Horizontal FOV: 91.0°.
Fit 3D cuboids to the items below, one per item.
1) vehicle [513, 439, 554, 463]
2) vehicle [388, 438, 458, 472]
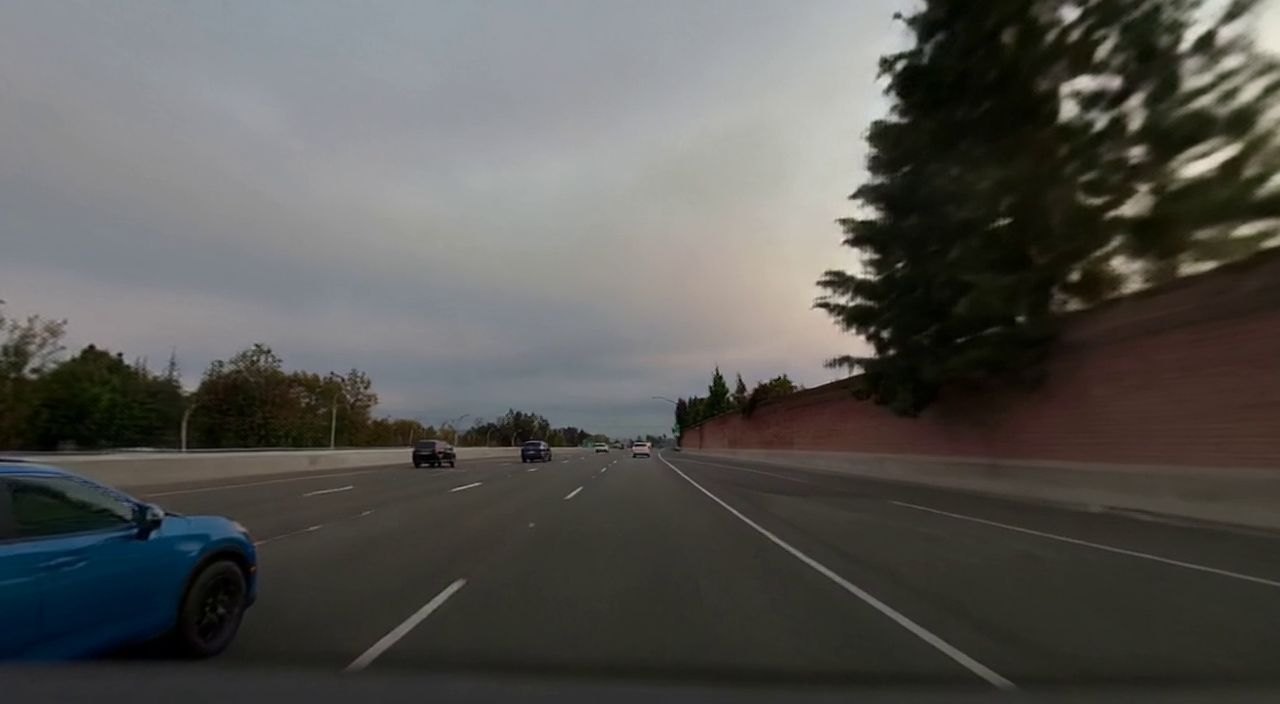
[{"bbox_3d":[-7.856,7.388,46.984,2.151,1.707,4.759,0,-8,1],"label":"vehicle"},{"bbox_3d":[-11.332,5.414,33.288,2.025,1.618,4.683,0,-9,0],"label":"vehicle"}]
